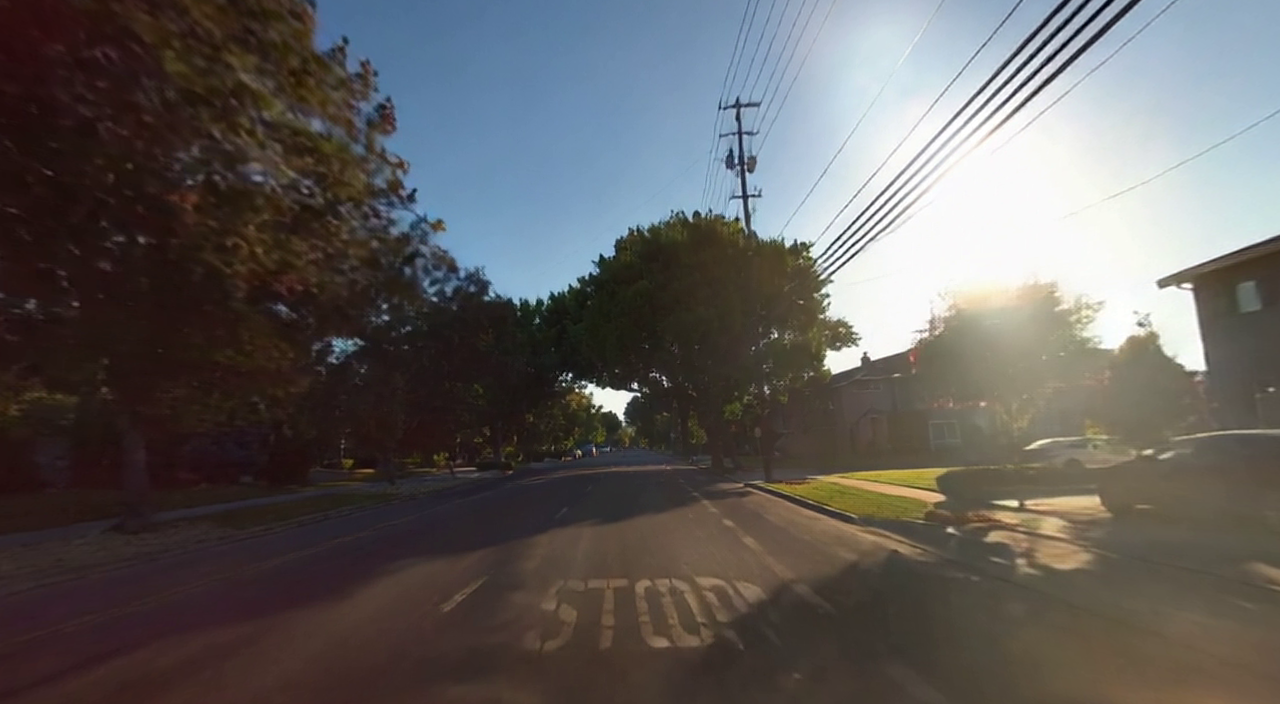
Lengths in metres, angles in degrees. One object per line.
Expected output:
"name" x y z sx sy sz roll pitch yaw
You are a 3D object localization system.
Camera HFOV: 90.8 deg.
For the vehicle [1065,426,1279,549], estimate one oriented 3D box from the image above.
"vehicle" 8.716 1.882 9.218 1.811 1.491 4.407 0 -8 -2
